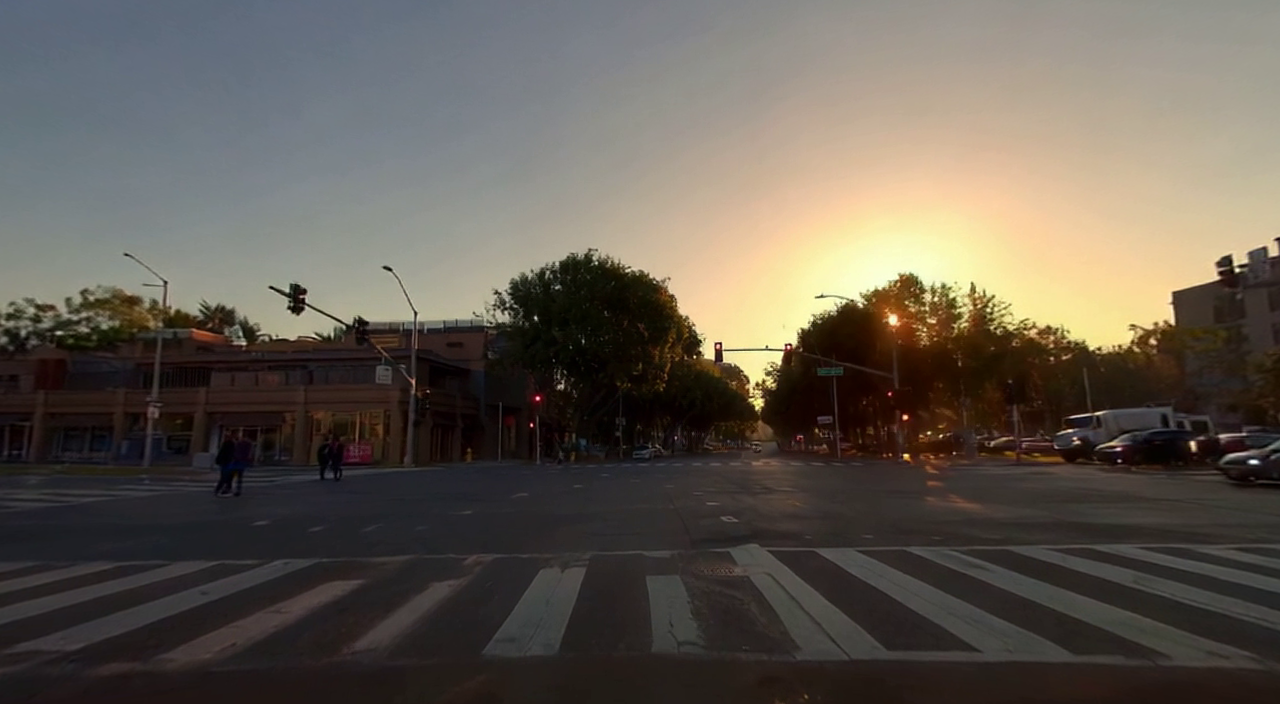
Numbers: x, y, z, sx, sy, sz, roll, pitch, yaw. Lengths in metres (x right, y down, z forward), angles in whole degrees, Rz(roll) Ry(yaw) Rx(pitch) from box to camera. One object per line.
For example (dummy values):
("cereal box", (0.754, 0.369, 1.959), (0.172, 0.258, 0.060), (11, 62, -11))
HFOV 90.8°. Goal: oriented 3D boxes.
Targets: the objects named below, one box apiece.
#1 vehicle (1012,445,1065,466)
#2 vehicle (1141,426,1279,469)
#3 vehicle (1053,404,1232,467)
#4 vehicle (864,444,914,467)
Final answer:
("vehicle", (27.681, 7.195, 44.003), (1.589, 1.405, 3.633), (-1, -9, 6))
("vehicle", (21.341, 3.437, 22.797), (4.740, 1.464, 1.876), (-1, -9, 3))
("vehicle", (22.967, 3.883, 29.168), (5.855, 2.746, 2.523), (-1, -9, 4))
("vehicle", (17.515, 7.274, 44.593), (1.789, 1.557, 4.293), (0, -9, 1))
